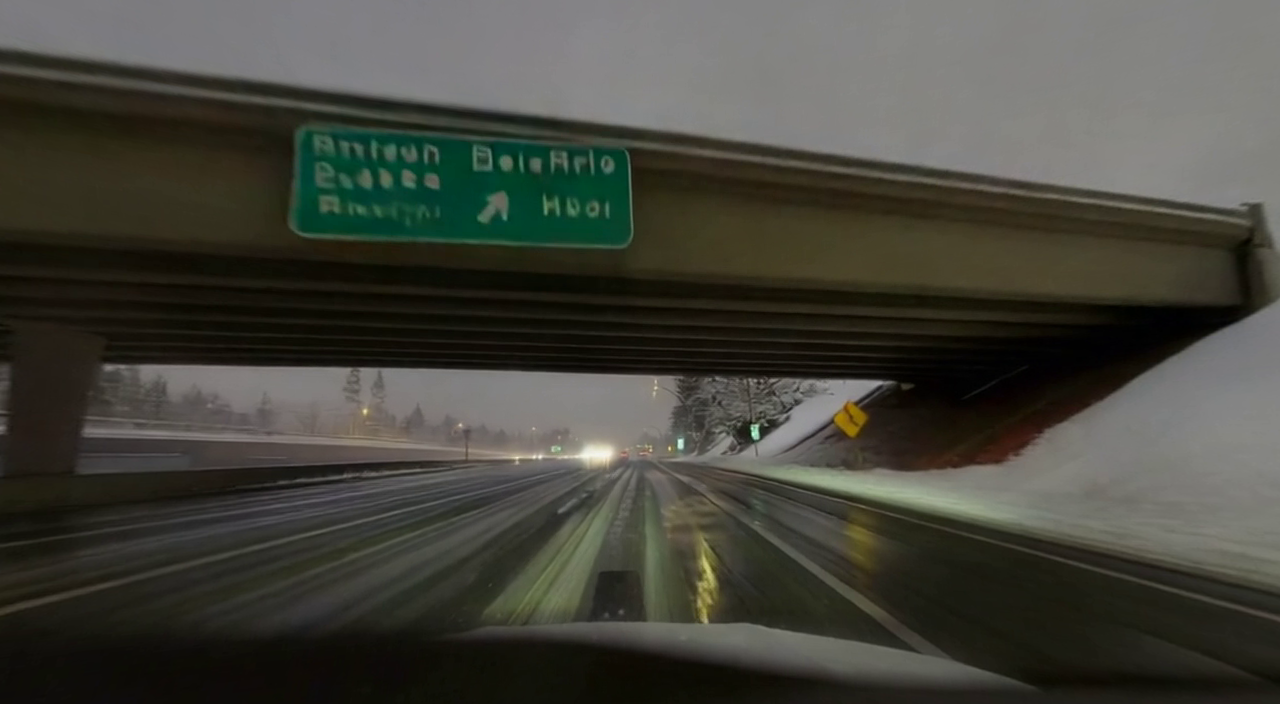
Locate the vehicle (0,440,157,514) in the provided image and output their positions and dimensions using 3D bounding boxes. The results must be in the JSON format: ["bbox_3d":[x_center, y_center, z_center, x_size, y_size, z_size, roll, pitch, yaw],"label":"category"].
[{"bbox_3d":[-14.523,2.947,15.259,2.016,1.546,4.353,0,-9,1],"label":"vehicle"}]
